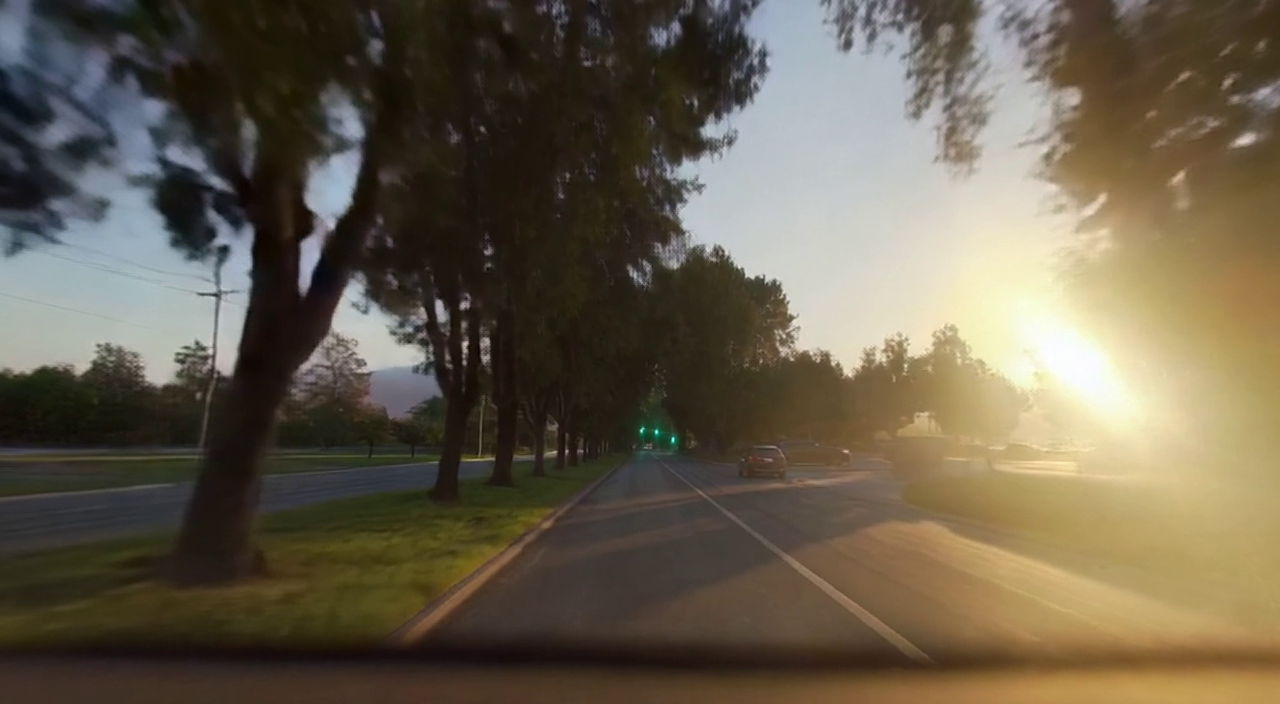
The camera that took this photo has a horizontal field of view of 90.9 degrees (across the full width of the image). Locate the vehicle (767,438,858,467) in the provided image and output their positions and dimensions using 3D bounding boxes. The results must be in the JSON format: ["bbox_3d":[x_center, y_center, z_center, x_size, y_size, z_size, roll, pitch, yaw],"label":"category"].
[{"bbox_3d":[10.361,6.106,38.158,4.879,1.701,2.095,0,-10,3],"label":"vehicle"}]

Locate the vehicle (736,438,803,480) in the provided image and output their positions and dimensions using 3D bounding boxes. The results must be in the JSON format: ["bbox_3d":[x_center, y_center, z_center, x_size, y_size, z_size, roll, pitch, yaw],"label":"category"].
[{"bbox_3d":[5.667,4.744,28.243,2.057,1.688,4.596,0,-8,0],"label":"vehicle"}]
